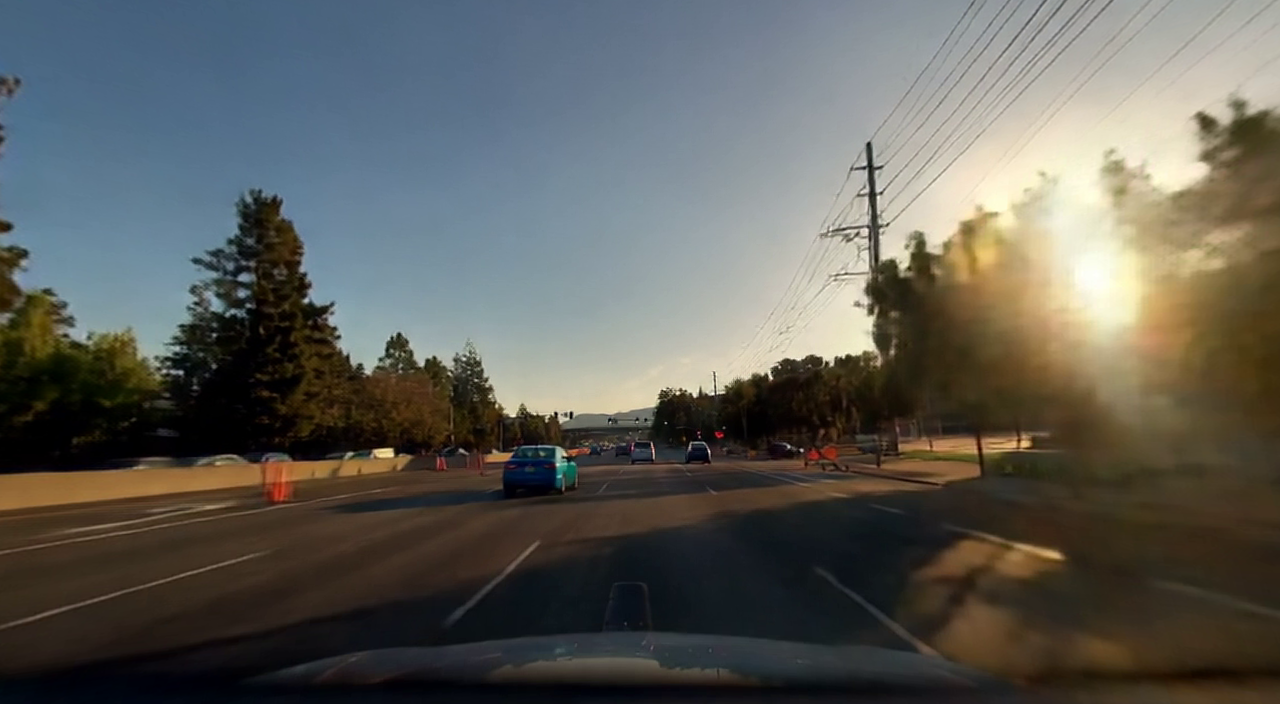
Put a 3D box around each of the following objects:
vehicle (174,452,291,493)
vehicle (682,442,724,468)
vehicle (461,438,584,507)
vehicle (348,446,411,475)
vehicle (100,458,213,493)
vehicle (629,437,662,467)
[{"bbox_3d":[-16.850,4.972,26.396,1.913,1.488,4.507,0,-9,0],"label":"vehicle"},{"bbox_3d":[3.831,6.359,39.058,2.142,1.475,4.565,0,-9,0],"label":"vehicle"},{"bbox_3d":[-2.765,2.987,16.184,2.087,1.480,4.825,0,-9,2],"label":"vehicle"},{"bbox_3d":[-16.600,6.924,40.517,2.025,1.712,4.578,0,-9,1],"label":"vehicle"},{"bbox_3d":[-23.775,6.077,31.292,1.868,1.473,4.776,0,-9,-1],"label":"vehicle"},{"bbox_3d":[0.351,6.592,41.798,2.060,1.845,4.151,0,-9,1],"label":"vehicle"}]
